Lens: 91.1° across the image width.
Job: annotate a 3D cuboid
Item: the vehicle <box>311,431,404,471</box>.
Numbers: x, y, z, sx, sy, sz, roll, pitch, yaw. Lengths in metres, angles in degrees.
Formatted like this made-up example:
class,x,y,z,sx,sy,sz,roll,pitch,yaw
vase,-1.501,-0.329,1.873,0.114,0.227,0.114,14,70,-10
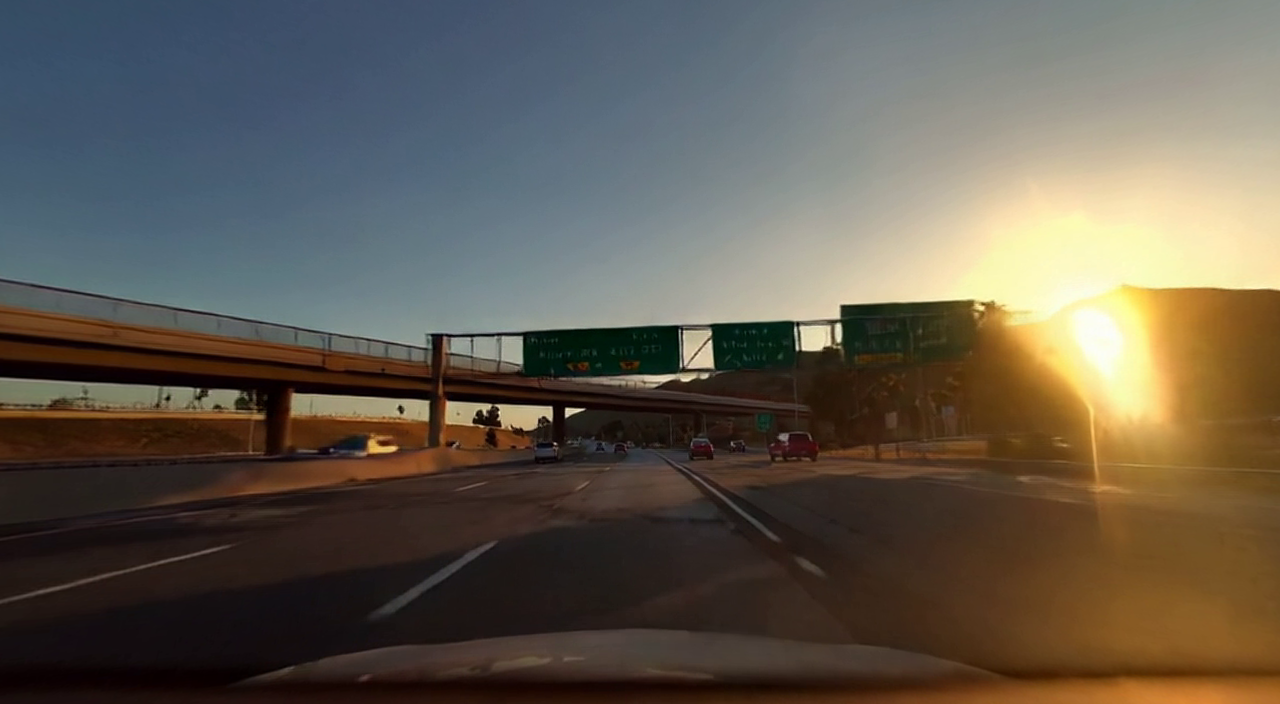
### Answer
class,x,y,z,sx,sy,sz,roll,pitch,yaw
vehicle,-15.837,5.594,35.740,2.325,2.027,6.217,0,-8,1

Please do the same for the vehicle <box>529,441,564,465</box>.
class,x,y,z,sx,sy,sz,roll,pitch,yaw
vehicle,-6.817,7.412,46.156,1.935,1.633,3.955,0,-8,1
